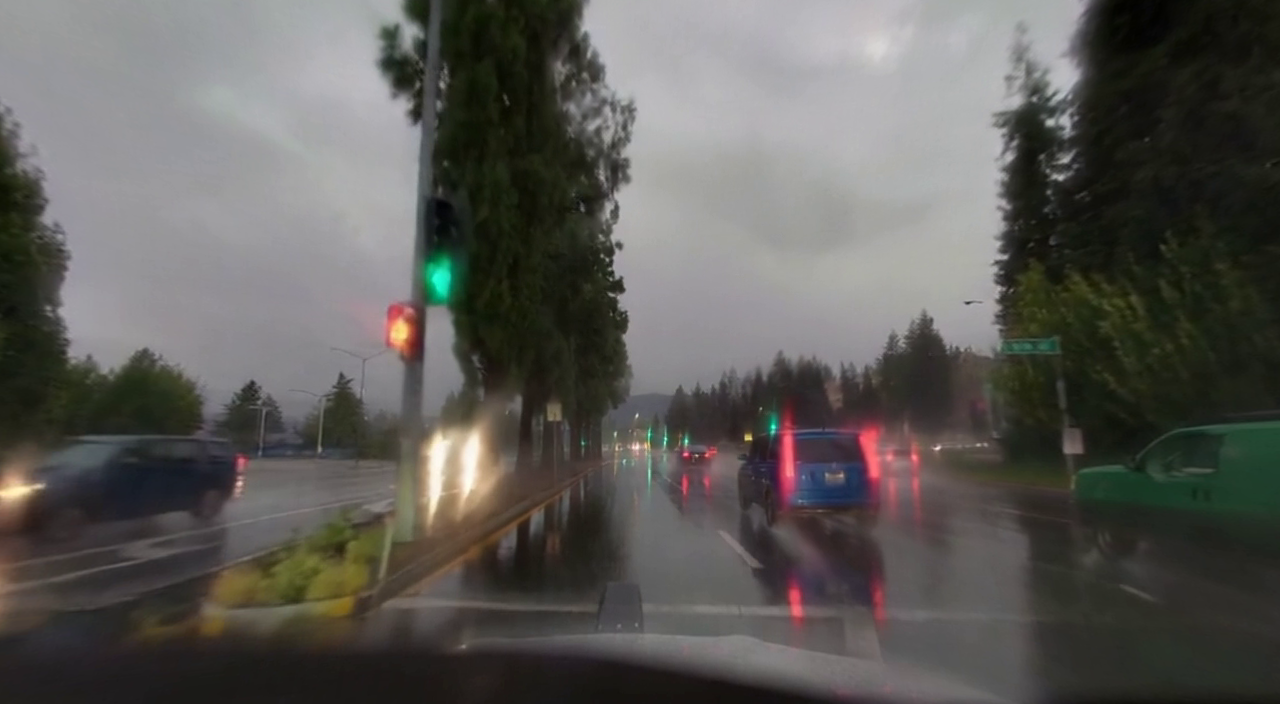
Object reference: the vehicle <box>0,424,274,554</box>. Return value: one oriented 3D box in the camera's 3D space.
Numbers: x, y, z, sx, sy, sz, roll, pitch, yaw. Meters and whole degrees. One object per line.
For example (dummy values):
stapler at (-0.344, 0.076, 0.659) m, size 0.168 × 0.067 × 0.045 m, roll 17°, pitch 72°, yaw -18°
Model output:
vehicle at (-8.725, 2.164, 10.745) m, size 2.115 × 1.711 × 4.602 m, roll 0°, pitch -8°, yaw 1°

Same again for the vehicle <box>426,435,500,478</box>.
vehicle at (-9.191, 5.436, 33.172) m, size 2.215 × 2.062 × 5.360 m, roll 0°, pitch -8°, yaw 1°

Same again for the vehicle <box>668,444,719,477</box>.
vehicle at (2.488, 5.179, 30.310) m, size 1.980 × 1.484 × 4.093 m, roll 1°, pitch -8°, yaw -2°

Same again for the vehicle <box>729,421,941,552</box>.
vehicle at (2.864, 2.081, 10.402) m, size 2.075 × 1.698 × 4.142 m, roll 0°, pitch -8°, yaw -1°

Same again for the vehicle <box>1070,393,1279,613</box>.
vehicle at (6.392, 1.269, 5.292) m, size 2.153 × 1.811 × 4.595 m, roll 1°, pitch -8°, yaw -2°
